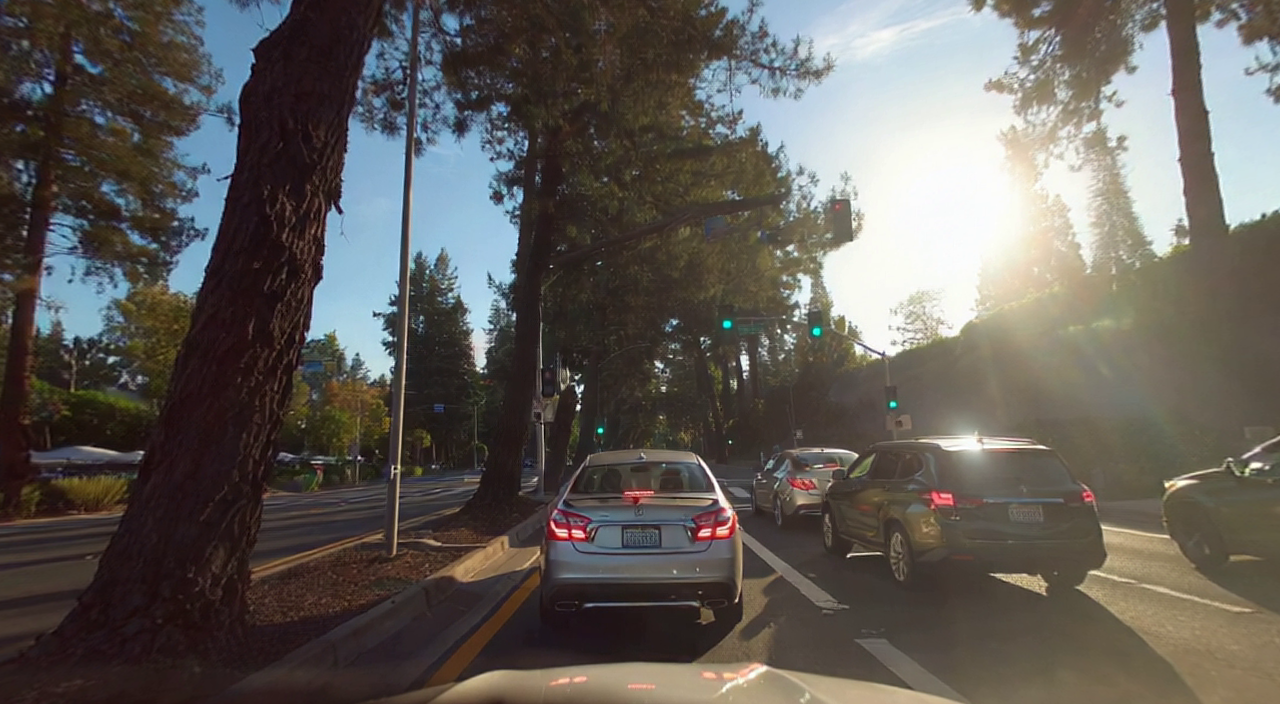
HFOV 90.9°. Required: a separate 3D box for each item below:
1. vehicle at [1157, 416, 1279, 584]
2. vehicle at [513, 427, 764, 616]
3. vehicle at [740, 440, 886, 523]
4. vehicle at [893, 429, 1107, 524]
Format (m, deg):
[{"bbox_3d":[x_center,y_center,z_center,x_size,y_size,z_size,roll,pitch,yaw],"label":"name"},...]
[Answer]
[{"bbox_3d":[6.939,1.342,5.580,1.783,1.572,3.421,0,-9,1],"label":"vehicle"},{"bbox_3d":[0.011,1.681,7.104,2.015,1.502,3.898,0,-9,1],"label":"vehicle"},{"bbox_3d":[3.525,2.721,13.817,1.934,1.494,4.446,0,-9,0],"label":"vehicle"},{"bbox_3d":[7.018,2.464,12.906,1.923,1.611,4.094,0,-9,0],"label":"vehicle"}]
